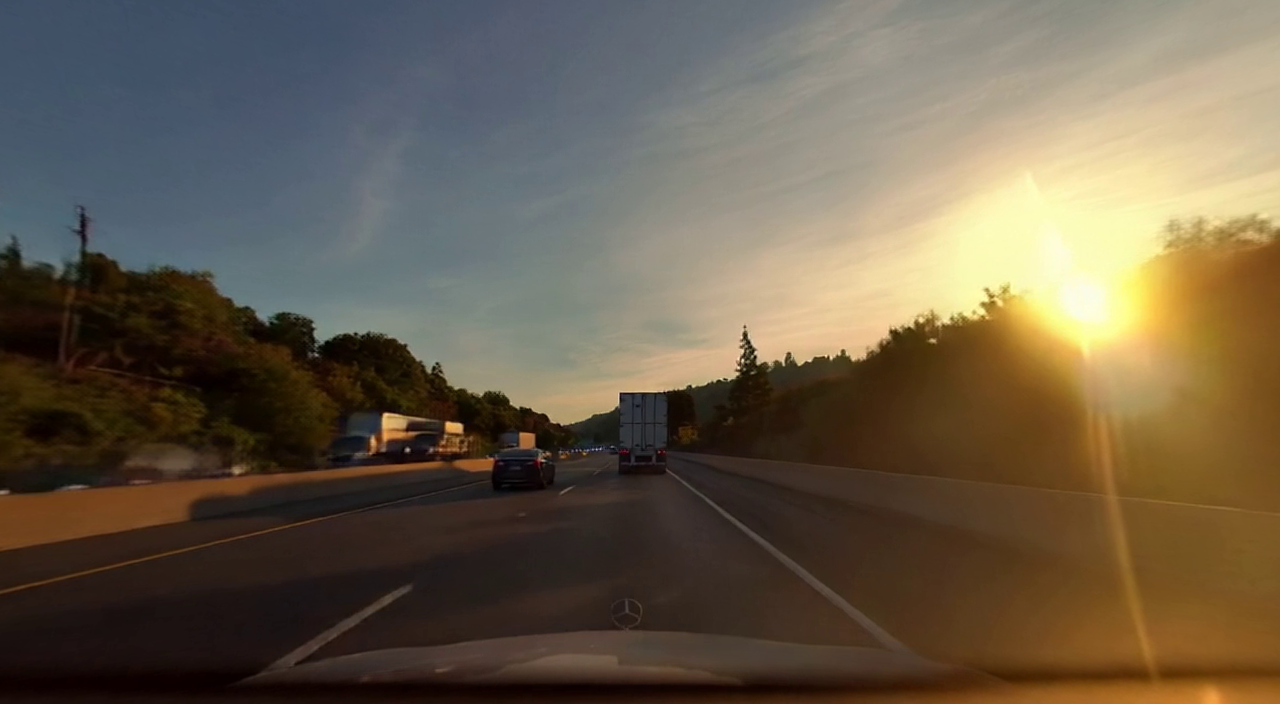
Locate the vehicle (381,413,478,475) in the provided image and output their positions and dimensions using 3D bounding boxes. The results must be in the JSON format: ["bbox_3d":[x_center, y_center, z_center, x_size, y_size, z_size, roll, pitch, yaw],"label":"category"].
[{"bbox_3d":[-13.482,6.122,41.544,3.118,3.575,9.694,0,-9,-1],"label":"vehicle"}]

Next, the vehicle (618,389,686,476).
[{"bbox_3d":[0.437,4.291,32.628,2.959,3.828,9.617,0,-9,-1],"label":"vehicle"}]

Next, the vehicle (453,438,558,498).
[{"bbox_3d":[-3.834,3.429,18.996,2.074,1.546,4.946,0,-9,0],"label":"vehicle"}]
